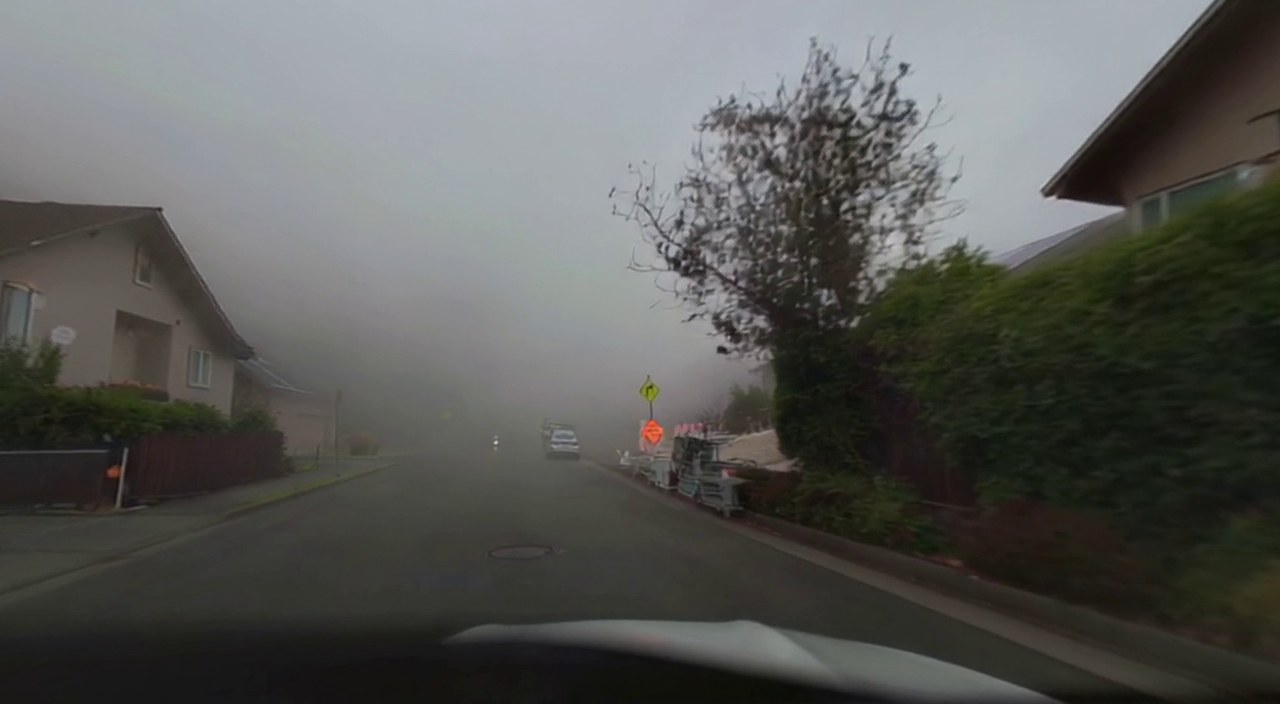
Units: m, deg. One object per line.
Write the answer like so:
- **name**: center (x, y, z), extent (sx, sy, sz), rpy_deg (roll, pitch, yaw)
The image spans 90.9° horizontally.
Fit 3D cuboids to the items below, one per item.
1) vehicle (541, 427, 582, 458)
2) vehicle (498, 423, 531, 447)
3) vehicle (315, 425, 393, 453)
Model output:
- **vehicle**: center (-4.120, 4.665, 32.686), extent (1.998, 1.494, 3.927), rpy_deg (1, -8, -8)
- **vehicle**: center (-9.819, 6.551, 49.638), extent (2.050, 1.742, 4.197), rpy_deg (1, -7, -5)
- **vehicle**: center (-18.896, 5.765, 41.814), extent (4.205, 1.745, 2.121), rpy_deg (0, -10, -6)
